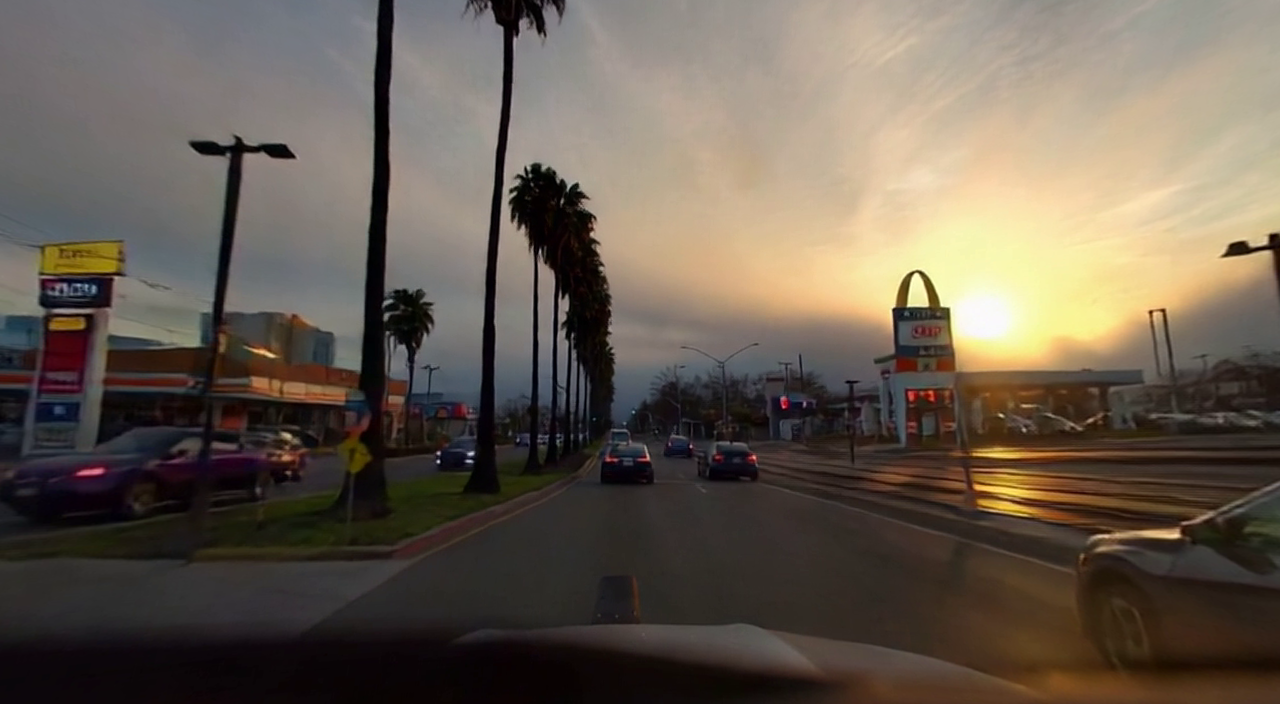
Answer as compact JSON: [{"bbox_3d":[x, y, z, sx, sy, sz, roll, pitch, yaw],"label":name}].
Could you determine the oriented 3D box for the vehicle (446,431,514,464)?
[{"bbox_3d":[-7.873,4.747,31.566,2.052,1.483,4.751,0,-8,1],"label":"vehicle"}]

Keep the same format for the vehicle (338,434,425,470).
[{"bbox_3d":[-11.445,4.464,28.356,1.865,1.472,4.532,0,-8,1],"label":"vehicle"}]

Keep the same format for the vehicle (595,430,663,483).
[{"bbox_3d":[-0.458,3.394,20.855,2.021,1.550,4.090,0,-8,-4],"label":"vehicle"}]

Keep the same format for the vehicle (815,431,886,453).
[{"bbox_3d":[14.627,6.285,44.048,4.293,1.438,1.773,0,-8,0],"label":"vehicle"}]

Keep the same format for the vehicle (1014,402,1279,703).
[{"bbox_3d":[3.535,0.881,2.084,1.987,1.474,4.198,0,-8,-1],"label":"vehicle"}]

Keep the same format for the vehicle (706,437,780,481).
[{"bbox_3d":[3.633,3.847,23.020,1.889,1.448,4.262,0,-8,-1],"label":"vehicle"}]

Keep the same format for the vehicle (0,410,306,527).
[{"bbox_3d":[-8.772,2.092,11.957,1.980,1.719,4.963,-1,-8,3],"label":"vehicle"}]

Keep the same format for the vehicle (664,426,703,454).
[{"bbox_3d":[2.966,6.235,44.660,2.299,1.803,5.434,0,-8,-1],"label":"vehicle"}]
